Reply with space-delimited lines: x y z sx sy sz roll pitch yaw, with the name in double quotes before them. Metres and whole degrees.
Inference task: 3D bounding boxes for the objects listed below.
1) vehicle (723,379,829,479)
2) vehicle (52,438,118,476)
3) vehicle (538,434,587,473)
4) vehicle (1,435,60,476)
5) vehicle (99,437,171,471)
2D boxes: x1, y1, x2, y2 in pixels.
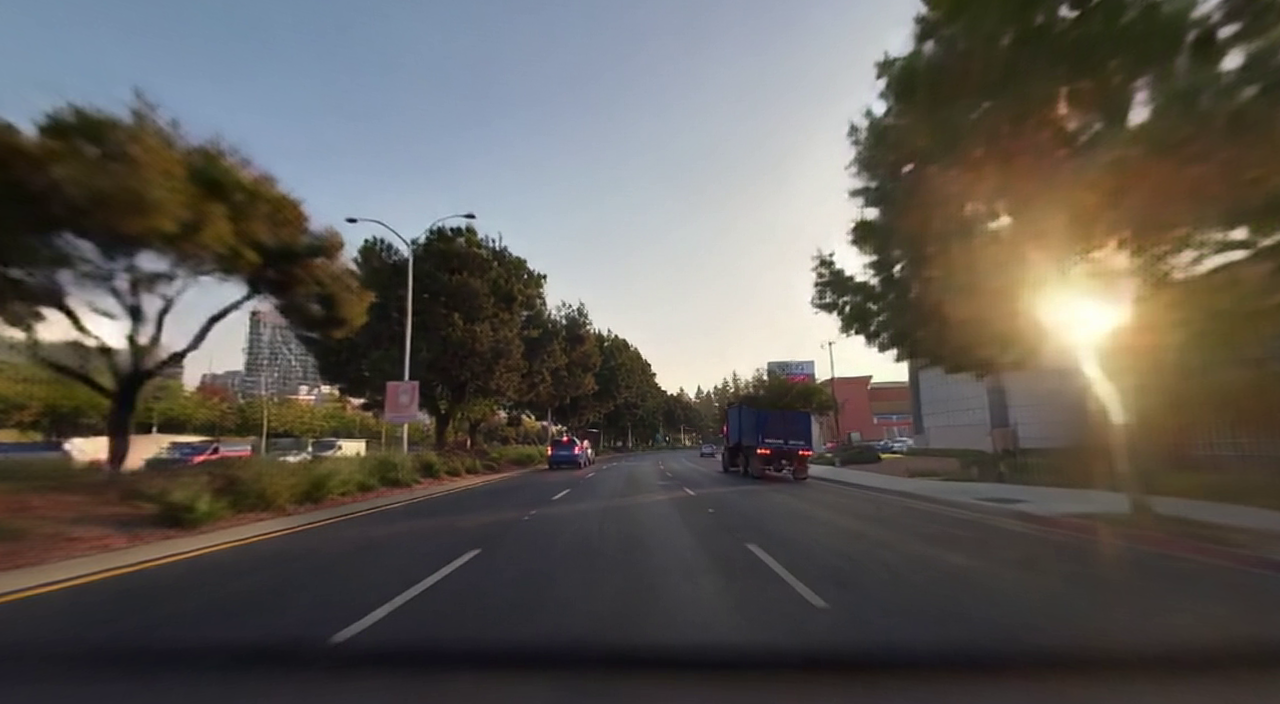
"vehicle" 6.184 3.843 30.547 2.981 4.106 8.794 0 -9 -1
"vehicle" -41.071 7.702 46.676 6.575 2.550 2.406 -7 -11 39
"vehicle" -4.398 5.873 36.793 2.270 2.068 5.865 0 -9 -1
"vehicle" -43.710 7.360 45.261 5.732 2.732 2.438 -8 -12 42
"vehicle" -38.613 7.731 48.238 6.478 2.425 2.435 -6 -10 36
